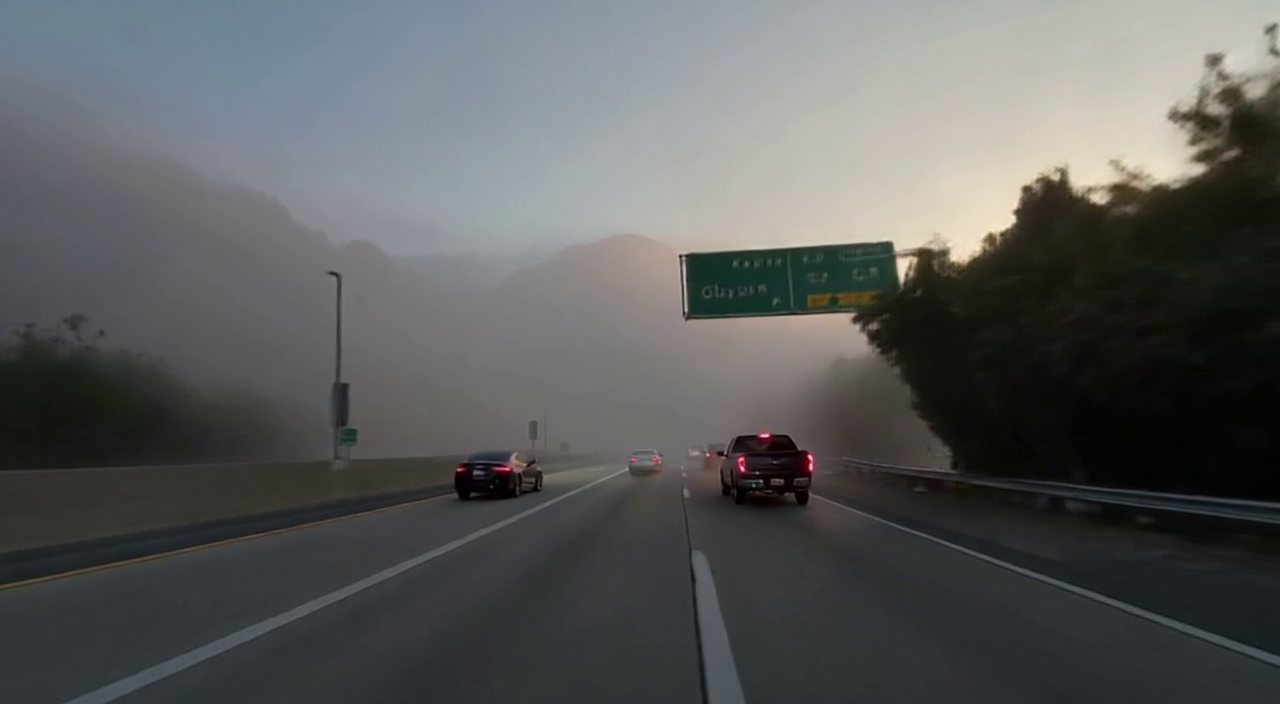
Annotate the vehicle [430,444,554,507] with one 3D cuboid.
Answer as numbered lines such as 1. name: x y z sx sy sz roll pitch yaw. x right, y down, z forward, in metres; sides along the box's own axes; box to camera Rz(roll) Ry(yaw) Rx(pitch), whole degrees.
1. vehicle: -4.018 3.423 18.031 2.109 1.530 4.646 -1 -9 4

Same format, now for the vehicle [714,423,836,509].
1. vehicle: 3.255 2.891 16.502 2.229 1.837 5.387 -1 -8 3

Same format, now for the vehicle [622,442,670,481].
1. vehicle: 0.337 4.894 28.533 1.959 1.604 4.065 -1 -8 3
